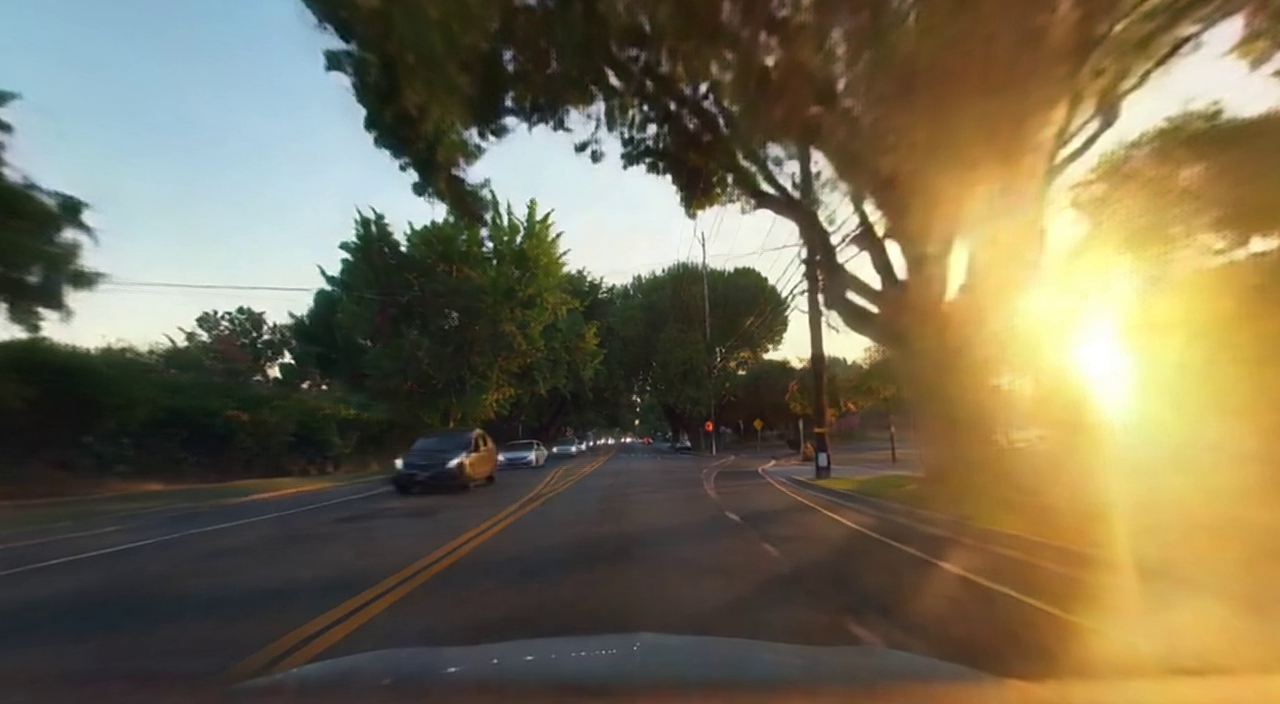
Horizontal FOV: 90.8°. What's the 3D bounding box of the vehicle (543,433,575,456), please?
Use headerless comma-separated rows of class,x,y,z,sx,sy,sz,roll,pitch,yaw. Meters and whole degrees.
vehicle,-6.093,7.023,47.881,2.001,1.616,4.064,0,-8,-1

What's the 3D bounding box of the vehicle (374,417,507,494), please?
vehicle,-5.217,2.795,17.285,2.228,1.792,4.397,0,-8,-1

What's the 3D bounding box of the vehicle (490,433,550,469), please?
vehicle,-5.246,4.395,28.152,1.909,1.463,4.569,0,-8,-2
